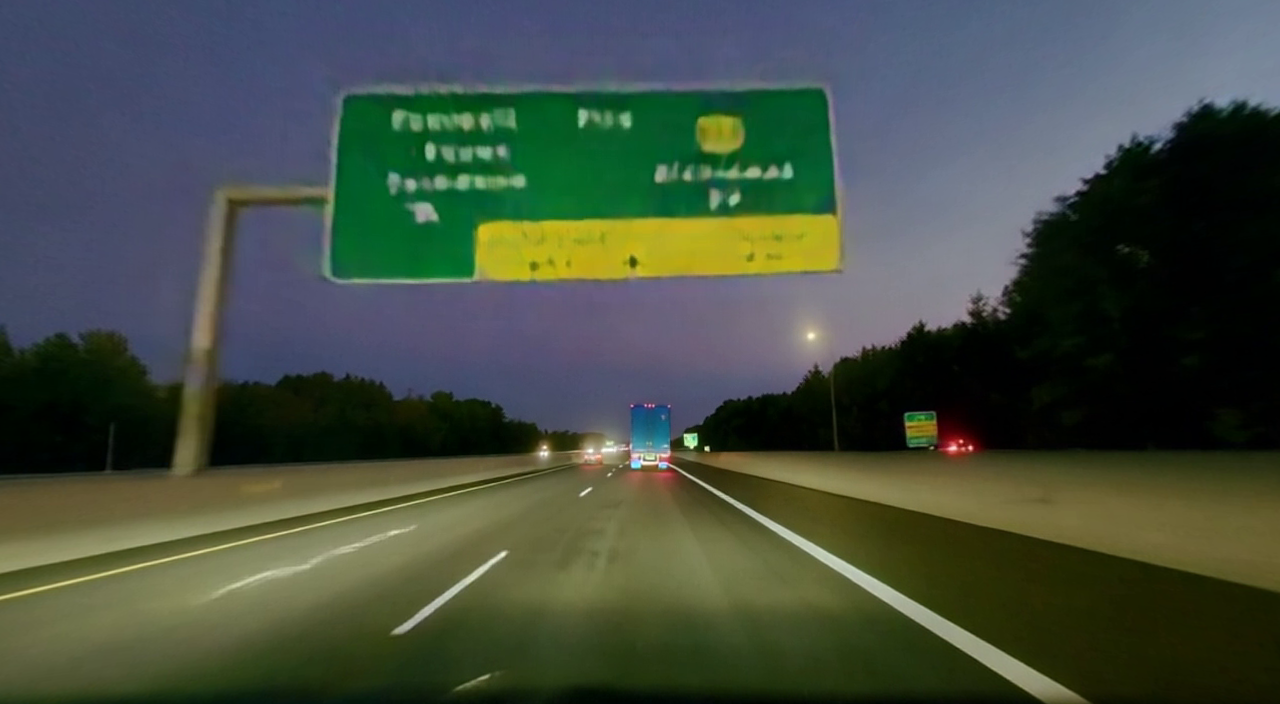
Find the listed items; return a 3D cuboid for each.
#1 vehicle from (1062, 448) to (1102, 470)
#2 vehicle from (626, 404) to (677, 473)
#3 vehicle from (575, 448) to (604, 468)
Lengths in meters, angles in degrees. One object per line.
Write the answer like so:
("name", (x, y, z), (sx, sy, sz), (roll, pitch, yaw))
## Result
("vehicle", (31.313, 7.507, 44.560), (1.958, 1.442, 4.396), (-7, -11, 38))
("vehicle", (0.694, 5.904, 42.604), (3.022, 4.072, 10.318), (0, -9, 0))
("vehicle", (-3.841, 8.092, 48.355), (1.873, 1.469, 3.601), (0, -9, 0))
